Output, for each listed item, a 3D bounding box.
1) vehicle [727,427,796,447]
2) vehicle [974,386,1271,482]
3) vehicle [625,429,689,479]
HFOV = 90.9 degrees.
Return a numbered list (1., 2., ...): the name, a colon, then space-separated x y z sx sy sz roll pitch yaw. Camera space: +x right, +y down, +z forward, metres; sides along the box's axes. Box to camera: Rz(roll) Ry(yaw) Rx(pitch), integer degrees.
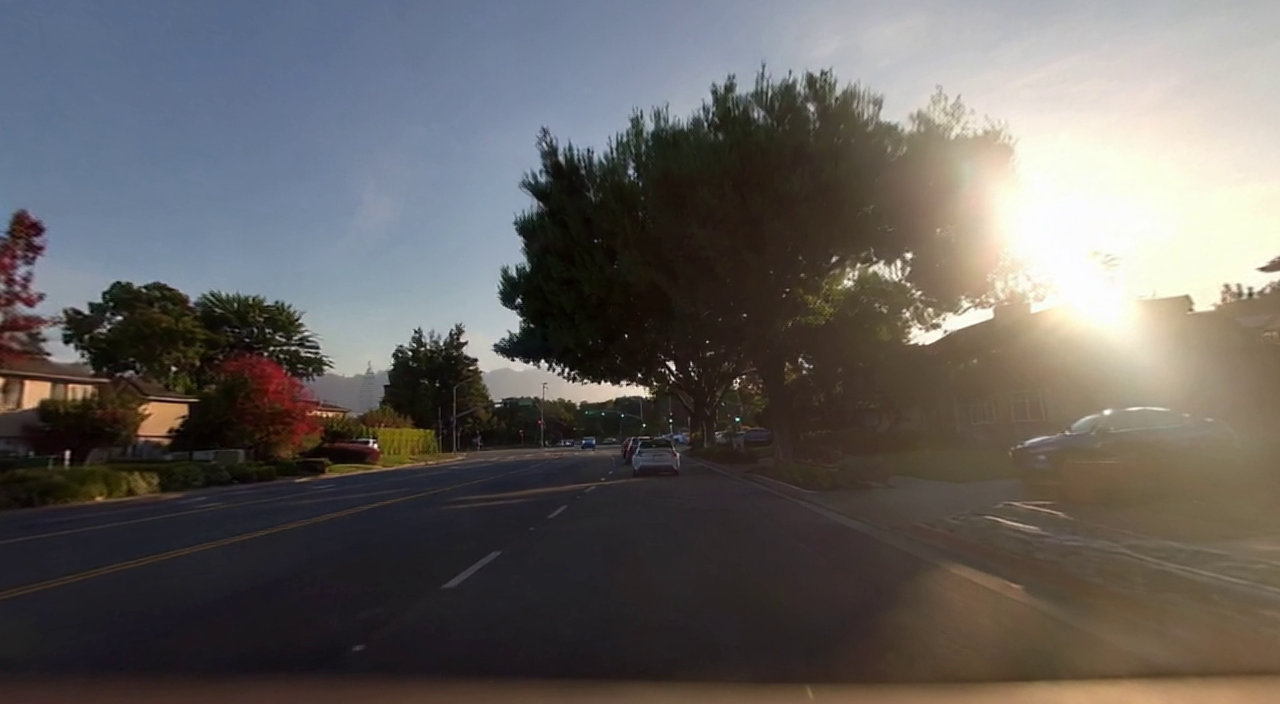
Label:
1. vehicle: 9.338 6.582 48.547 4.783 1.514 1.895 2 -9 -14
2. vehicle: 10.200 1.772 13.641 4.746 1.485 1.916 -5 -8 0
3. vehicle: 0.575 3.634 22.632 2.088 1.607 3.903 0 -8 1
